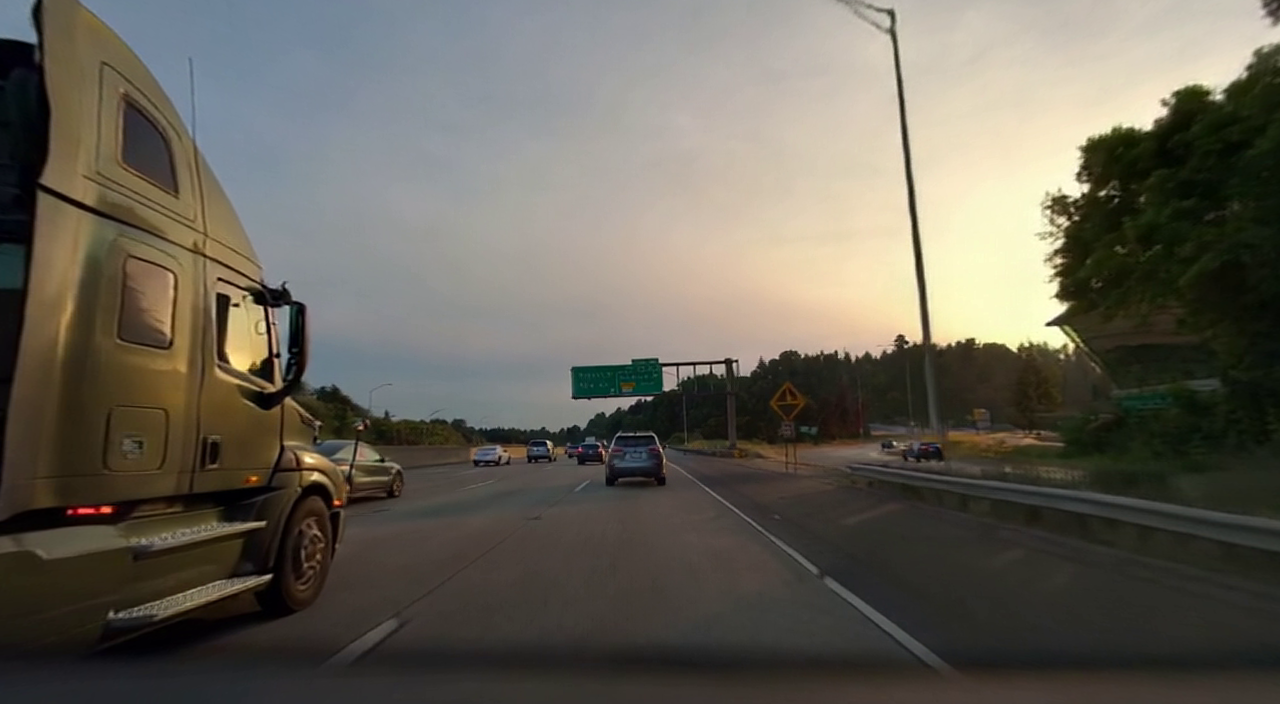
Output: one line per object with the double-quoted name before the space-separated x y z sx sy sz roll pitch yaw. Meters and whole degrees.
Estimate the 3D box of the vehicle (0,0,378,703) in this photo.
"vehicle" -3.921 -0.449 0.916 2.990 3.885 8.540 -1 -9 3

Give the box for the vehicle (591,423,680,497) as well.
"vehicle" -0.104 2.922 17.359 2.152 1.779 3.924 0 -9 0

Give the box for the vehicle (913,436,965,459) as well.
"vehicle" 20.465 6.592 43.333 1.918 1.472 4.782 -2 -9 9

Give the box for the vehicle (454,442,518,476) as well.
"vehicle" -7.217 5.046 29.954 1.869 1.466 4.217 0 -9 1

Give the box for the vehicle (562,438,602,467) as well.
"vehicle" -3.423 6.013 37.929 1.952 1.649 4.131 0 -9 1
